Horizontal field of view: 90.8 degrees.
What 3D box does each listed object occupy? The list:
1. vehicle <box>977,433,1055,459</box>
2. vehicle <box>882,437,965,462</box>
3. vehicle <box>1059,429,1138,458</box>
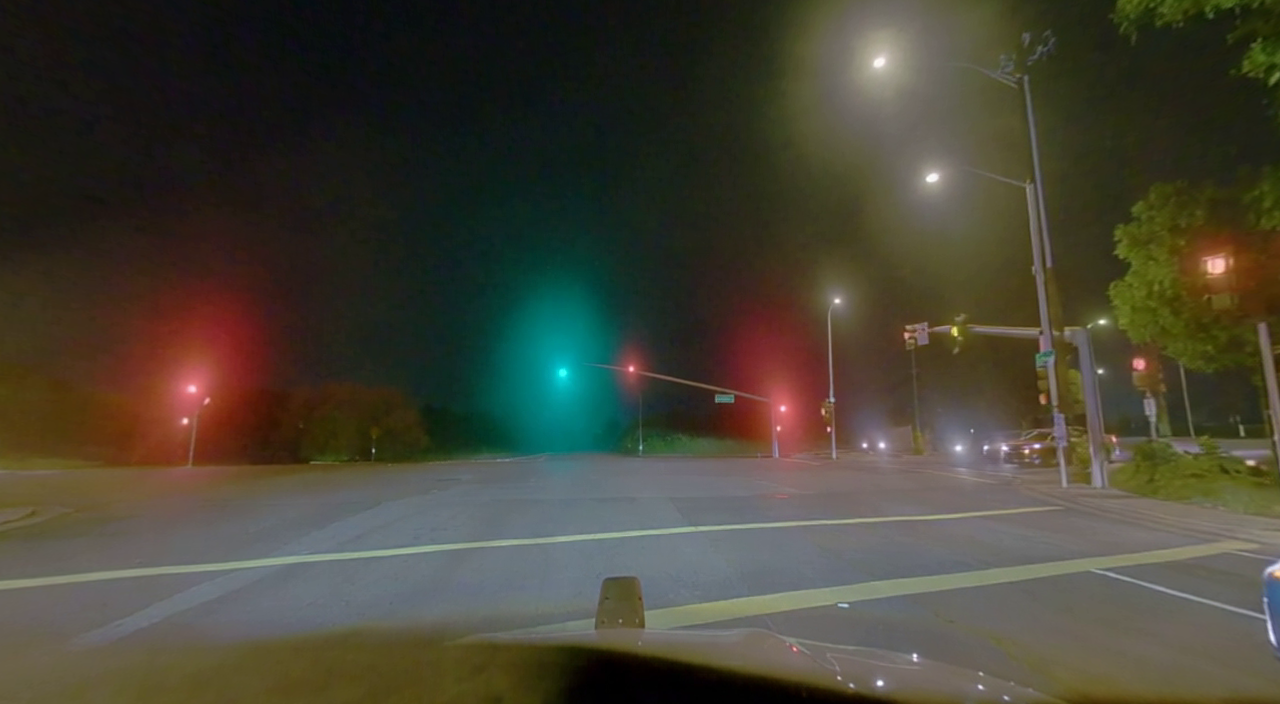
[{"bbox_3d":[26.949,6.734,45.268,5.032,1.828,2.183,4,-9,-24],"label":"vehicle"},{"bbox_3d":[18.691,6.431,41.619,5.234,1.549,1.982,4,-9,-24],"label":"vehicle"},{"bbox_3d":[36.115,7.205,49.712,6.148,2.119,2.473,4,-10,-28],"label":"vehicle"}]
